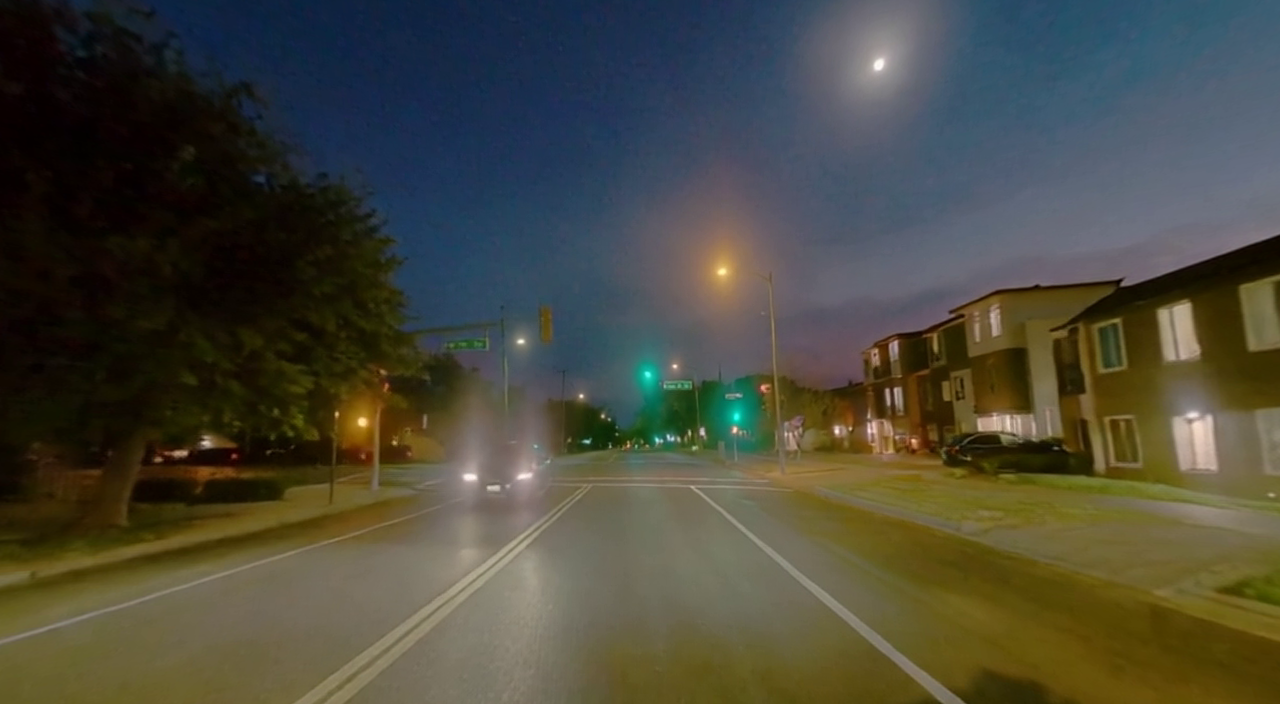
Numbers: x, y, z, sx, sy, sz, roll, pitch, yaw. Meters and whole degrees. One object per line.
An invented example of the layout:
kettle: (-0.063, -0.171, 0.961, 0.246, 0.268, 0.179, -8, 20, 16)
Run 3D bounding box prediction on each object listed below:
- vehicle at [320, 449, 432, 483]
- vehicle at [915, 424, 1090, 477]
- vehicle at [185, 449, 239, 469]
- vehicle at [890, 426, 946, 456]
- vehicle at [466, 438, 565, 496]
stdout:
vehicle: (-11.705, 5.064, 28.136, 4.135, 1.424, 1.945, -1, -9, 8)
vehicle: (12.748, 3.491, 22.457, 4.908, 1.521, 2.108, -2, -9, -5)
vehicle: (-32.983, 8.259, 48.810, 1.649, 1.428, 3.898, 1, -9, -5)
vehicle: (17.096, 5.515, 39.100, 2.013, 1.722, 4.007, -2, -9, 7)
vehicle: (-3.546, 3.370, 18.883, 2.015, 1.508, 4.353, 0, -9, 1)
